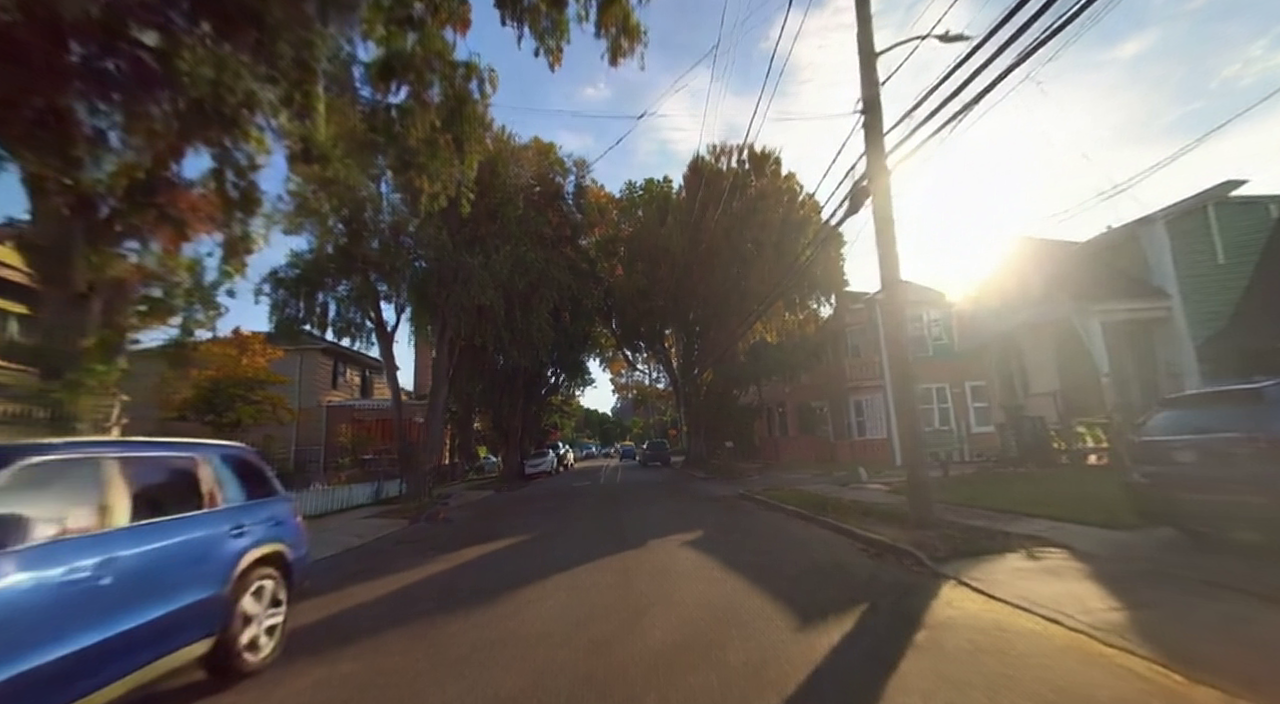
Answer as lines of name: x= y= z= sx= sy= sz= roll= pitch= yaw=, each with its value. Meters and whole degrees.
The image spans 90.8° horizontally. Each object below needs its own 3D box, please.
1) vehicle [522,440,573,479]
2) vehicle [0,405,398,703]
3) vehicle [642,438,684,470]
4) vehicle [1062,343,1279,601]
vehicle: x=-4.728 y=5.515 z=32.790 sx=2.082 sy=1.759 sz=4.541 roll=-2 pitch=-8 yaw=-2
vehicle: x=-3.318 y=1.303 z=3.303 sx=2.204 sy=1.655 sz=4.813 roll=-8 pitch=-7 yaw=-2
vehicle: x=1.379 y=6.440 z=40.209 sx=2.129 sy=1.873 sz=4.471 roll=0 pitch=-8 yaw=-4
vehicle: x=7.868 y=1.163 z=6.639 sx=5.274 sy=2.170 sz=2.205 roll=0 pitch=-9 yaw=-4
